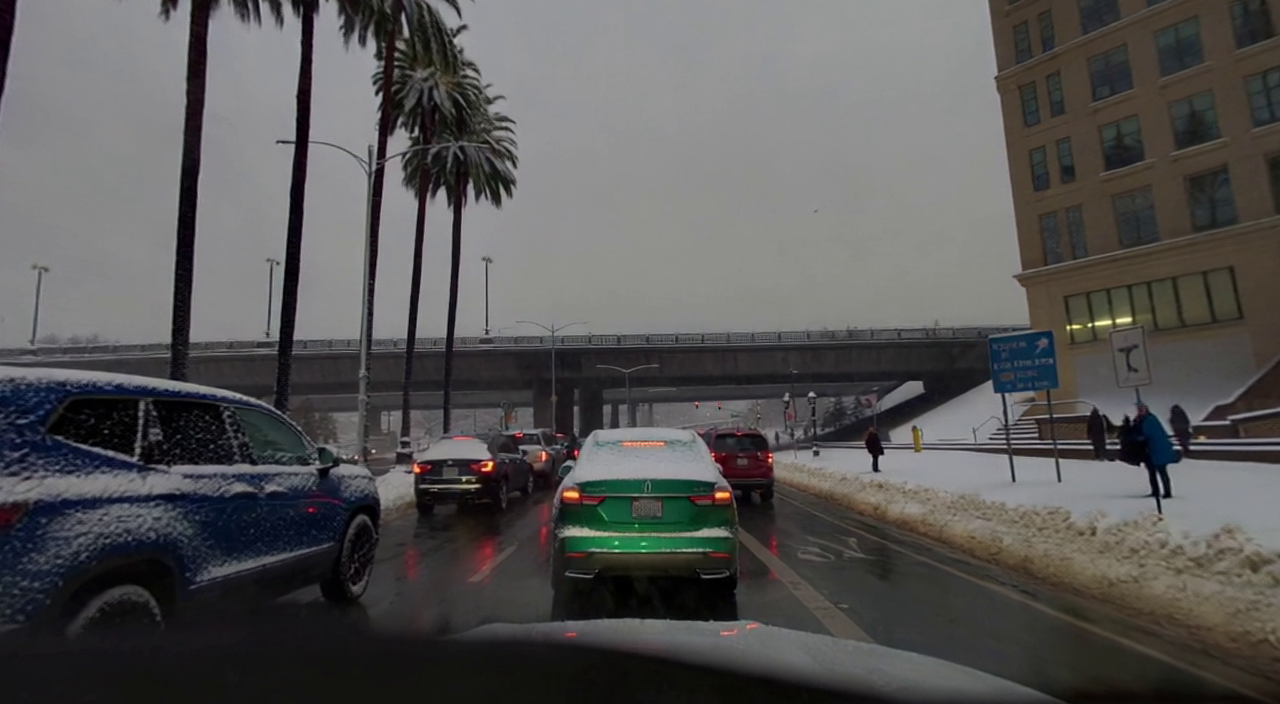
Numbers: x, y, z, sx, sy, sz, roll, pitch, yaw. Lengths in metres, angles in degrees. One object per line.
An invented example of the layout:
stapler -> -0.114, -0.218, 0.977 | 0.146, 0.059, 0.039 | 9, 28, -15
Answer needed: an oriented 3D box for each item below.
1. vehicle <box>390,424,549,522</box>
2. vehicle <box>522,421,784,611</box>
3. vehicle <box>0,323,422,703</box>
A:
vehicle -> -3.185, 2.353, 12.766 | 1.955, 1.637, 4.032 | 0, -8, 2
vehicle -> 0.087, 1.589, 7.045 | 2.036, 1.461, 4.129 | 0, -8, 0
vehicle -> -3.271, 1.066, 4.198 | 2.014, 1.740, 4.359 | 0, -8, 1
